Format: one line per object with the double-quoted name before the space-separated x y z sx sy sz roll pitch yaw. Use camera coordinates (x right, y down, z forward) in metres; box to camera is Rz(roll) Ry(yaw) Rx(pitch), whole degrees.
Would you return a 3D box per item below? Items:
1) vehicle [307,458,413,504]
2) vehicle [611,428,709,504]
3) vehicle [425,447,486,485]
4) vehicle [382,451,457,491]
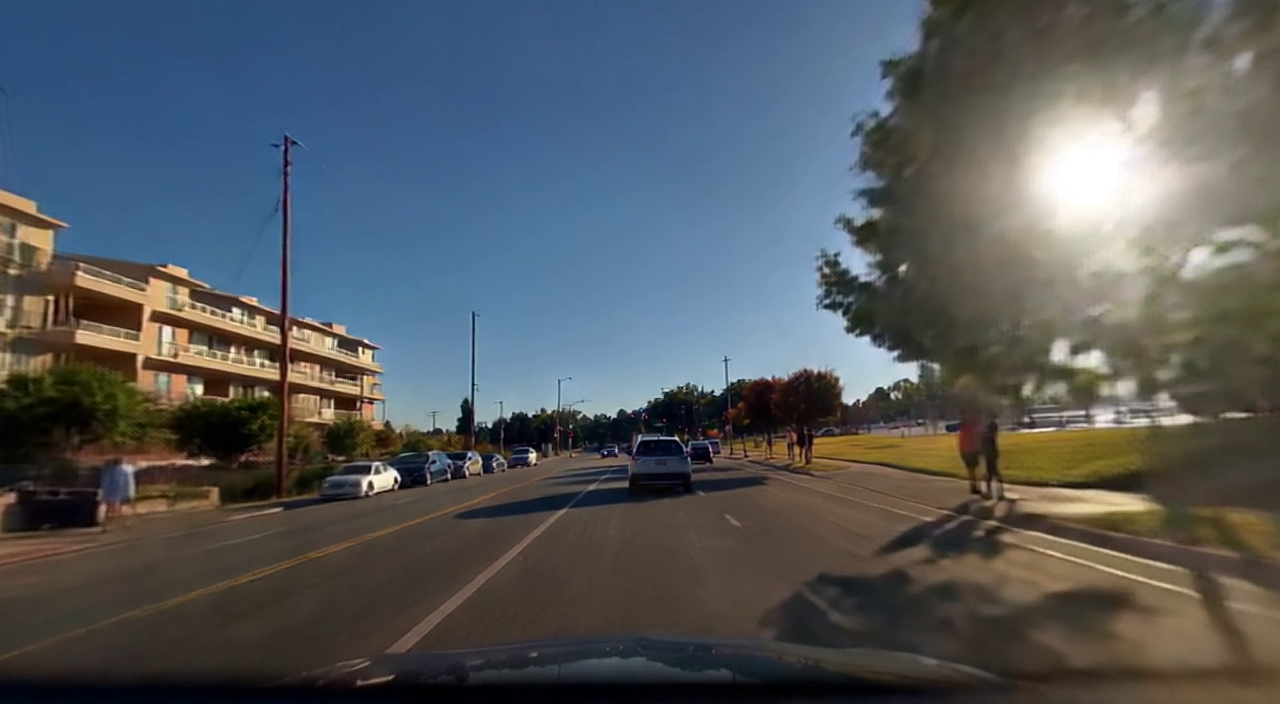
"vehicle" -10.448 4.821 23.947 1.839 1.474 4.694 -1 -9 1
"vehicle" 0.422 2.788 15.789 2.132 1.632 3.838 0 -9 0
"vehicle" -10.050 6.199 34.741 1.940 1.816 4.721 -1 -7 1
"vehicle" -10.216 5.516 29.536 1.869 1.647 4.281 -1 -9 1
